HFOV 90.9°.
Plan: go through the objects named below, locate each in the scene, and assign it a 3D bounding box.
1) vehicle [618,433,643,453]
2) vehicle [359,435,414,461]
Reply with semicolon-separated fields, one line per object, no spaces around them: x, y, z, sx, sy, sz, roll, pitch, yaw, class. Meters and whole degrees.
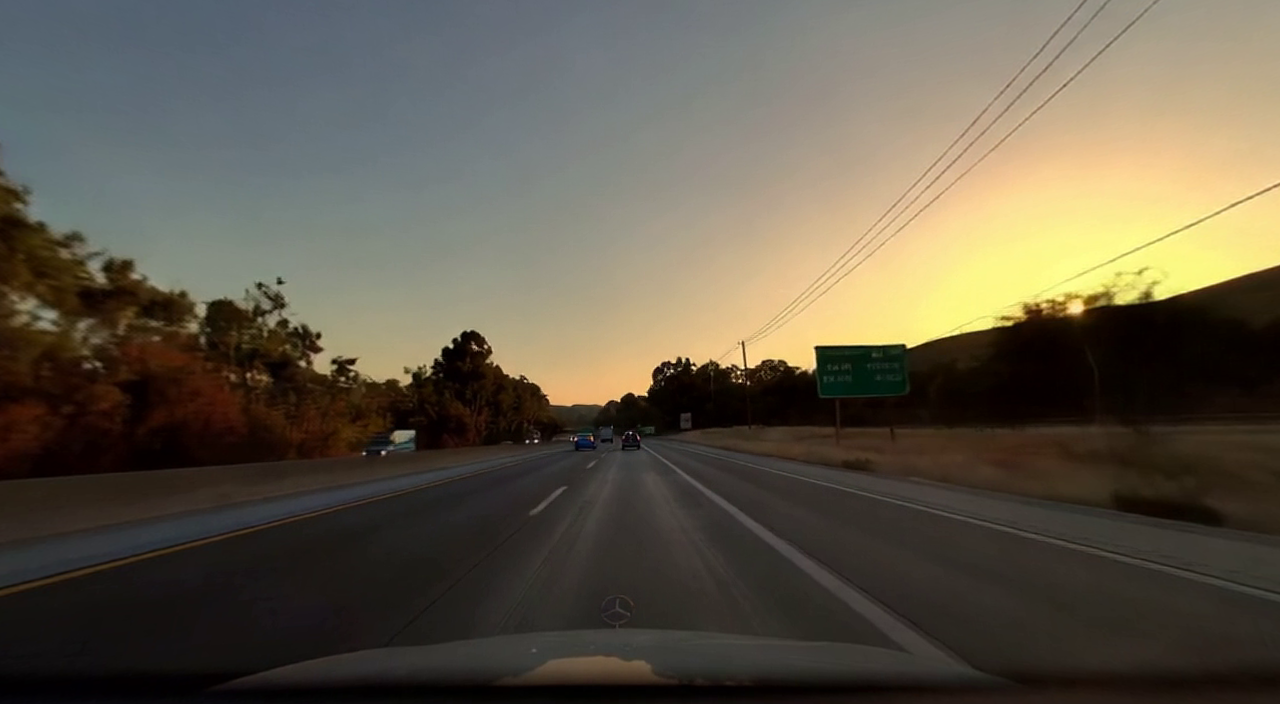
-0.781;7.095;49.090;1.890;1.472;3.716;0;-8;-2;vehicle
-17.749;6.737;44.374;1.963;1.688;4.677;0;-8;0;vehicle
